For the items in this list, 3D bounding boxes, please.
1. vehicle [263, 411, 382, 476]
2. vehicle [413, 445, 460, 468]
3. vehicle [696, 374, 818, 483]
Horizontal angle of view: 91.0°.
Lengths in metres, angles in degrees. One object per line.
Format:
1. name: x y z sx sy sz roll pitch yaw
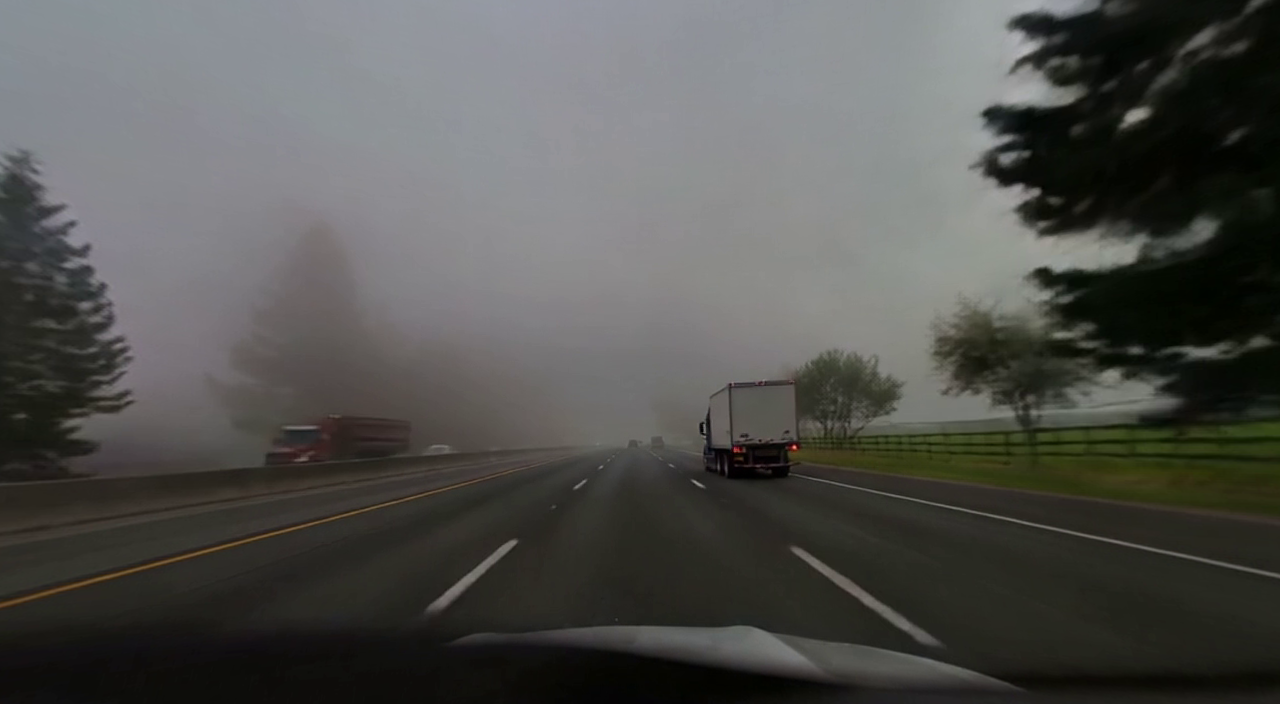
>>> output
1. vehicle: -20.796 6.087 42.112 2.955 3.760 9.717 -1 -8 -1
2. vehicle: -13.643 7.014 42.469 1.780 1.443 4.176 -1 -8 0
3. vehicle: 3.972 2.902 23.427 2.766 3.349 7.796 0 -8 -2
